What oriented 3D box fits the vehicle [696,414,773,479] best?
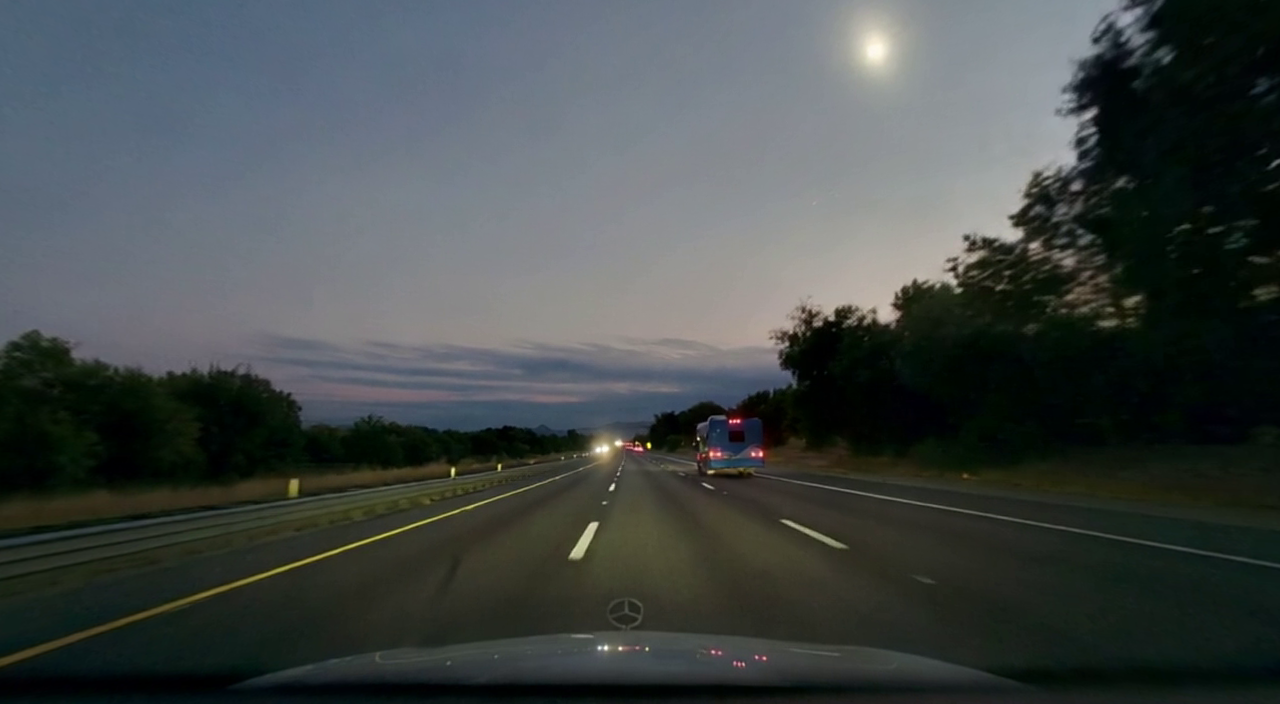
[{"bbox_3d":[4.405,4.594,30.576,2.556,2.763,6.287,0,-9,-2],"label":"vehicle"}]
